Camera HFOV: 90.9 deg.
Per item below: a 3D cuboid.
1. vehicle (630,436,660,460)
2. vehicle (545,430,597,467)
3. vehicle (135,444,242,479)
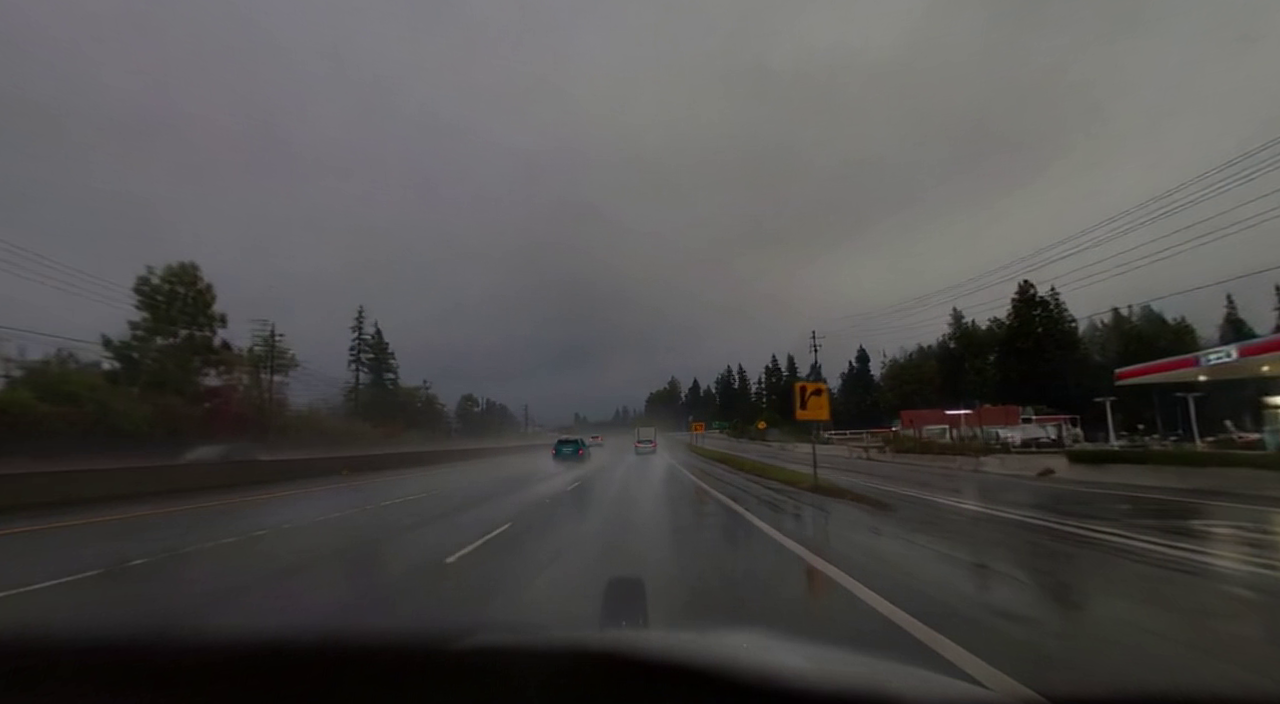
[{"bbox_3d":[0.301,6.579,43.343,1.982,1.524,3.800,0,-8,-1],"label":"vehicle"},{"bbox_3d":[-3.771,5.383,35.266,2.273,1.884,4.515,0,-8,1],"label":"vehicle"},{"bbox_3d":[-20.377,4.933,28.707,1.849,1.481,4.051,0,-8,0],"label":"vehicle"}]
